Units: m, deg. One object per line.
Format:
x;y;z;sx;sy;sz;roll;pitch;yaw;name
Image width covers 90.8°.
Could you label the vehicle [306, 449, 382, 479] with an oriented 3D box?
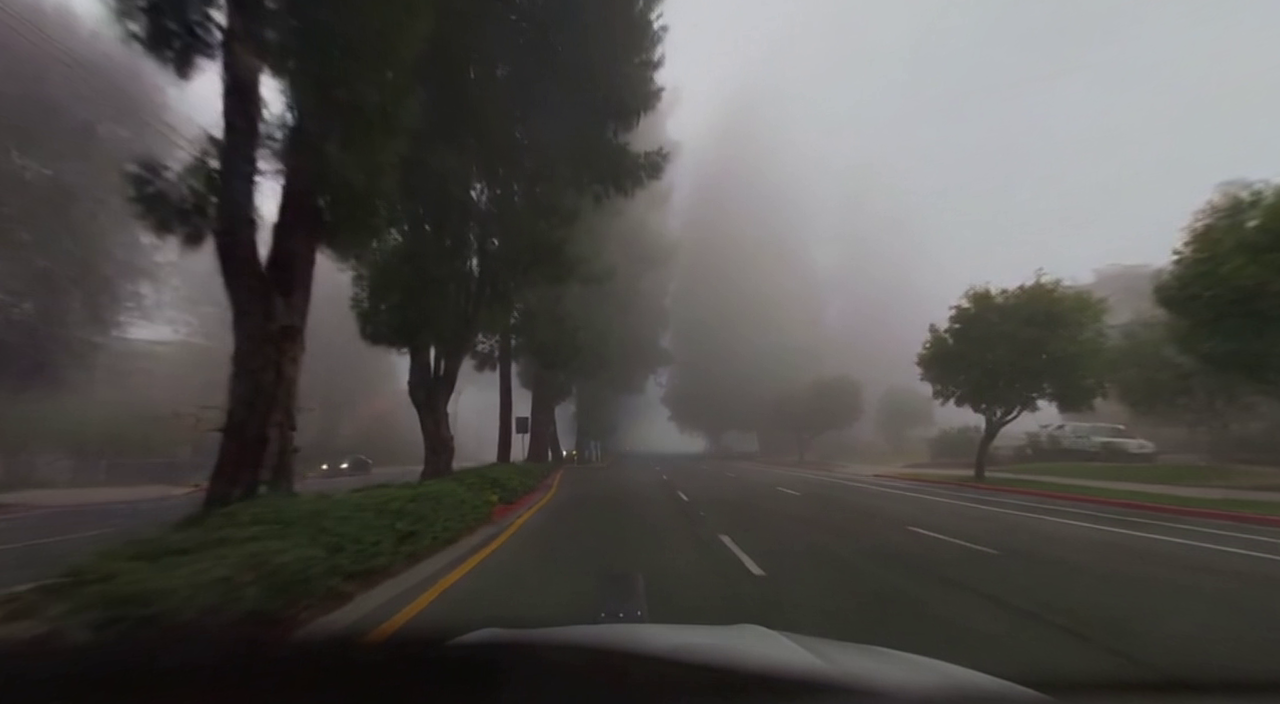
-19.538;7.403;42.001;2.146;1.848;5.680;-1;-9;2;vehicle
